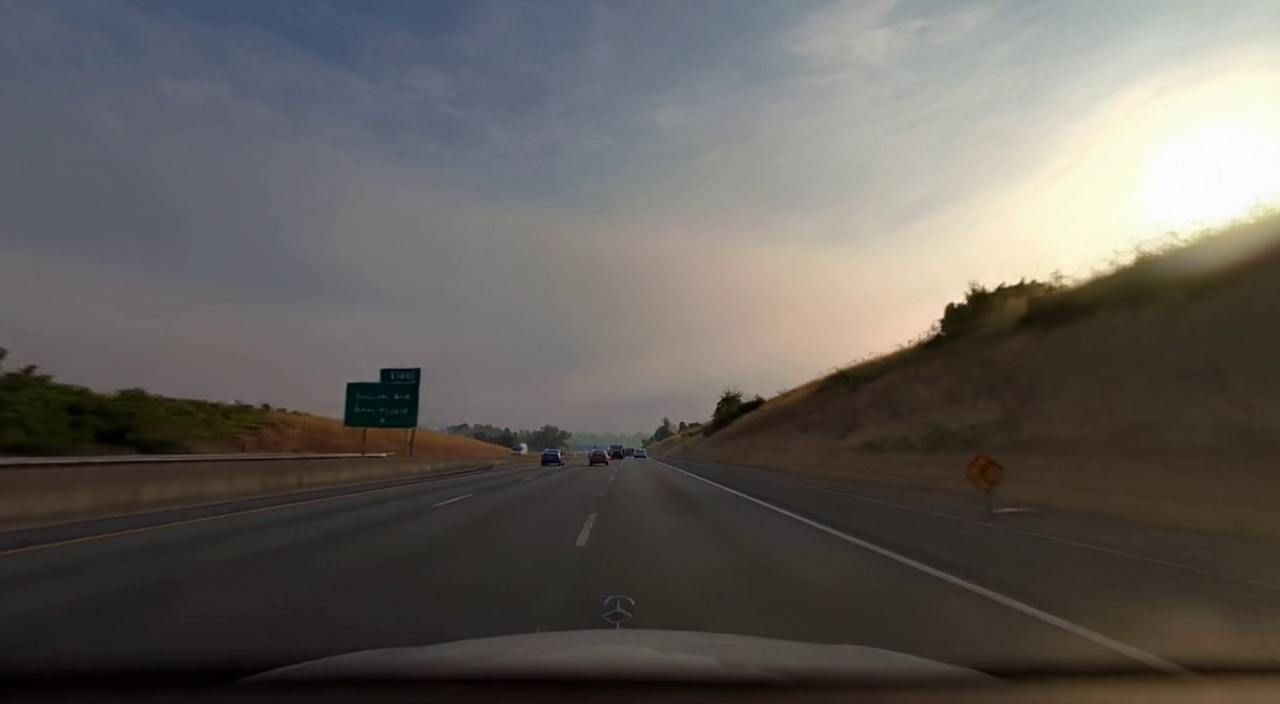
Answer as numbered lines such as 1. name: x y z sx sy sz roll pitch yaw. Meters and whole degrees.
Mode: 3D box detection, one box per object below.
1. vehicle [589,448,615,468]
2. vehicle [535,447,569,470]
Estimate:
1. vehicle: -2.919 8.262 49.059 1.895 1.482 3.852 0 -9 -1
2. vehicle: -6.546 7.982 47.143 2.028 1.563 4.734 0 -9 -1
